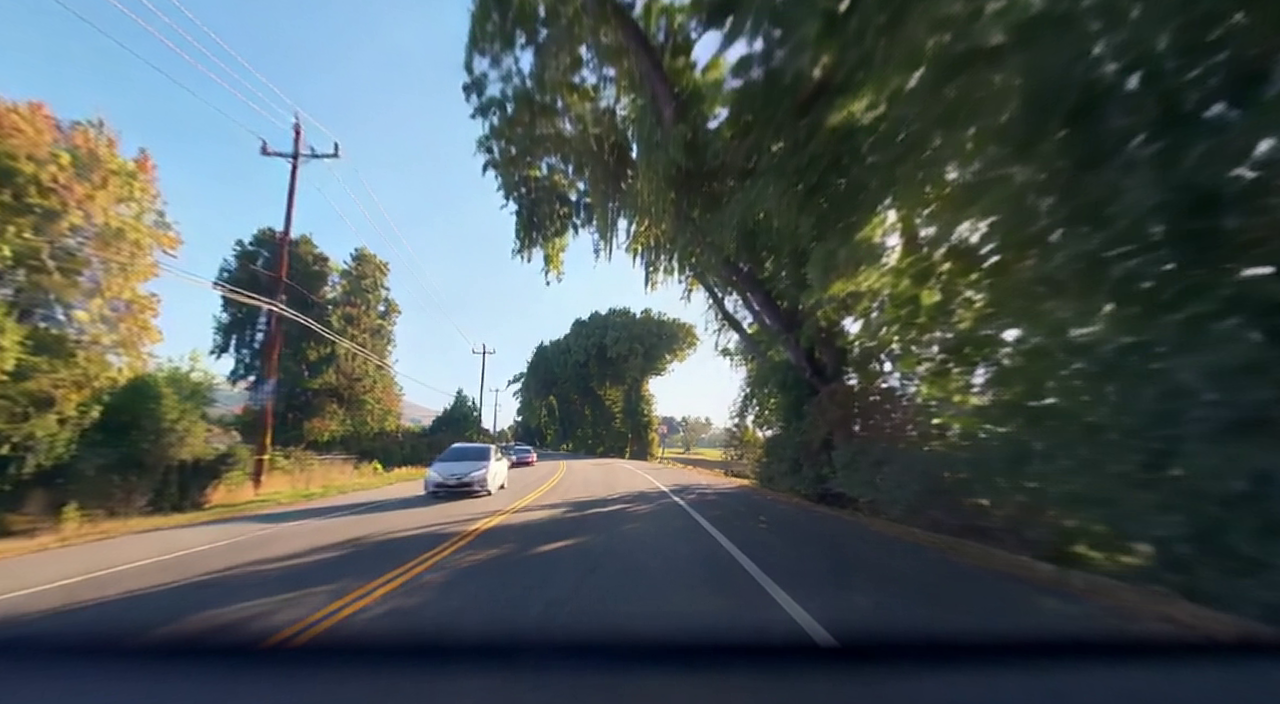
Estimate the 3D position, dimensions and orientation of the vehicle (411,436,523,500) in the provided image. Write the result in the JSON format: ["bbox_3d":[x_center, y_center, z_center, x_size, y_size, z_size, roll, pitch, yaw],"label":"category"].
[{"bbox_3d":[-4.956,3.392,18.861,2.165,1.648,4.605,1,-9,-2],"label":"vehicle"}]
